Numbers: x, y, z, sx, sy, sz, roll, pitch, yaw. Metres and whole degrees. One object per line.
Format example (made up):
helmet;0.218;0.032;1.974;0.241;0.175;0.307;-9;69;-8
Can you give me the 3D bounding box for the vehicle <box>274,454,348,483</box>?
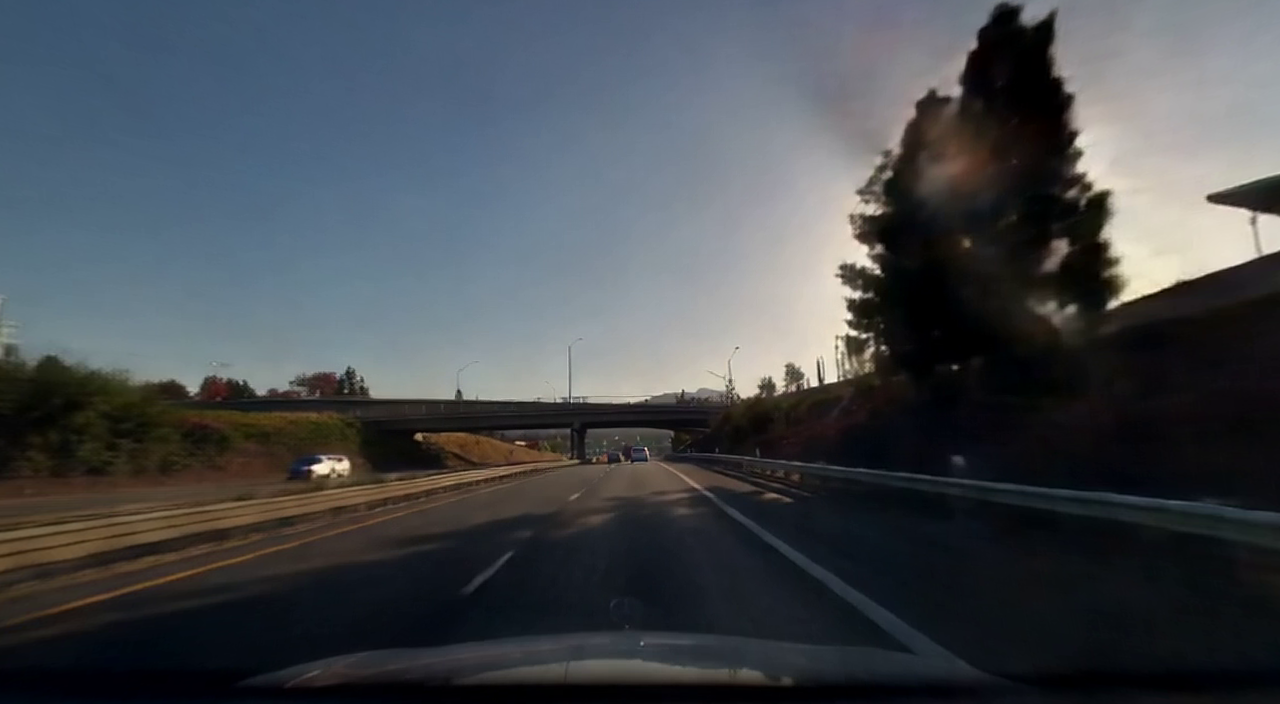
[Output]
vehicle;-20.802;7.369;40.197;2.047;1.683;4.959;0;-8;0
